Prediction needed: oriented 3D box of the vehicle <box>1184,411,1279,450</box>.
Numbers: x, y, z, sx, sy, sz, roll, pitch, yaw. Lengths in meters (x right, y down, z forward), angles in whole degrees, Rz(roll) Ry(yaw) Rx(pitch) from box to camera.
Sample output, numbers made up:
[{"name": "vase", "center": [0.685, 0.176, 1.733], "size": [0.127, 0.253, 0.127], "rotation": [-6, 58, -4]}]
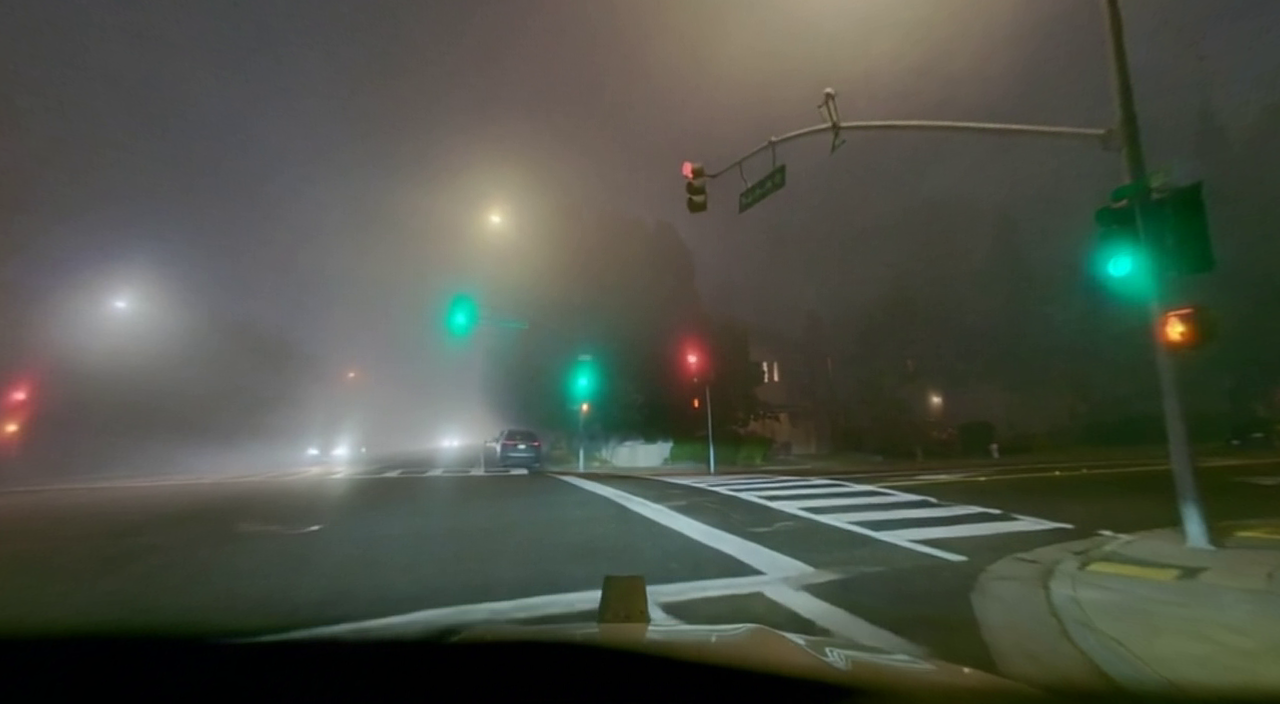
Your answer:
[{"name": "vehicle", "center": [25.401, 3.309, 26.072], "size": [4.671, 1.470, 1.963], "rotation": [3, -10, -16]}]

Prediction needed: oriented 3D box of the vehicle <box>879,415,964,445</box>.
[{"name": "vehicle", "center": [16.405, 4.639, 36.997], "size": [2.028, 1.595, 4.554], "rotation": [2, -9, -15]}]

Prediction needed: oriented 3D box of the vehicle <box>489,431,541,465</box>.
[{"name": "vehicle", "center": [-6.267, 4.740, 31.213], "size": [2.149, 1.507, 4.160], "rotation": [2, -9, -16]}]
